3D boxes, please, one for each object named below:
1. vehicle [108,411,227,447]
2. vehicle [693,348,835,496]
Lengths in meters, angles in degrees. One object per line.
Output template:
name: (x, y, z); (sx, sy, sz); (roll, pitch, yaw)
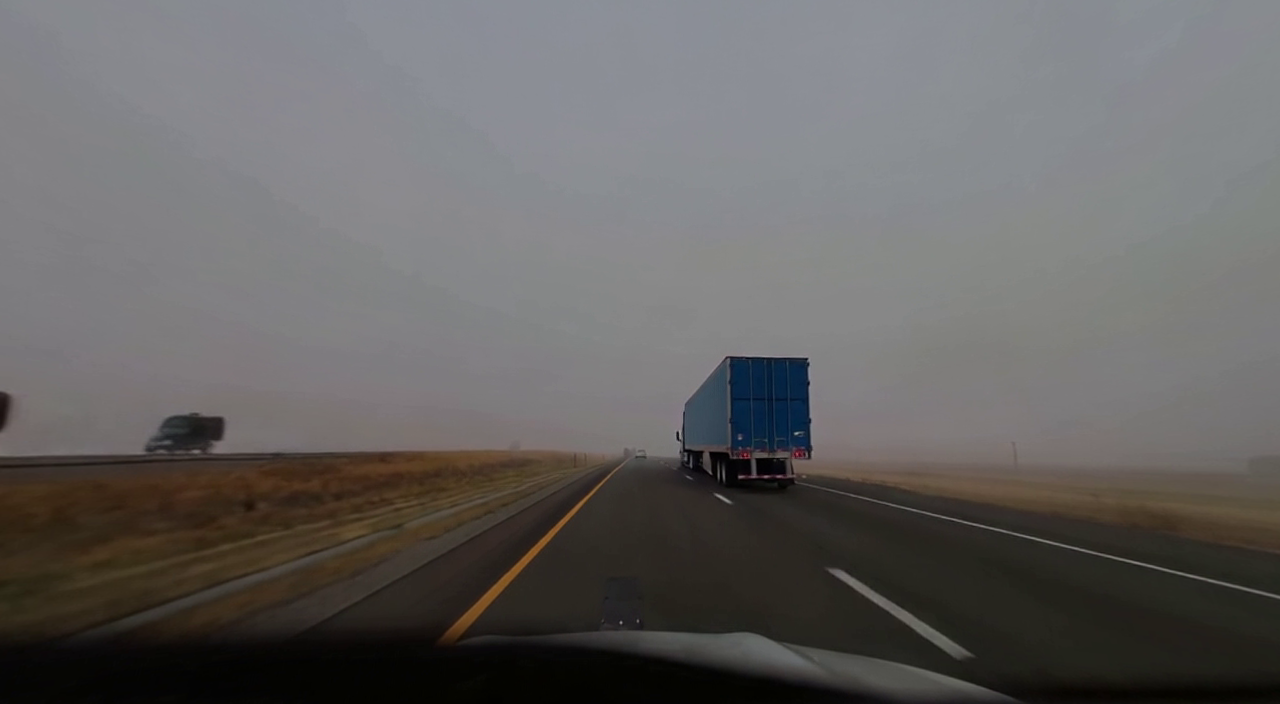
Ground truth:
vehicle: (-29.336, 4.904, 39.467); (2.342, 2.031, 6.463); (0, -9, 1)
vehicle: (4.047, 2.937, 24.415); (2.818, 4.206, 12.987); (0, -9, 0)
